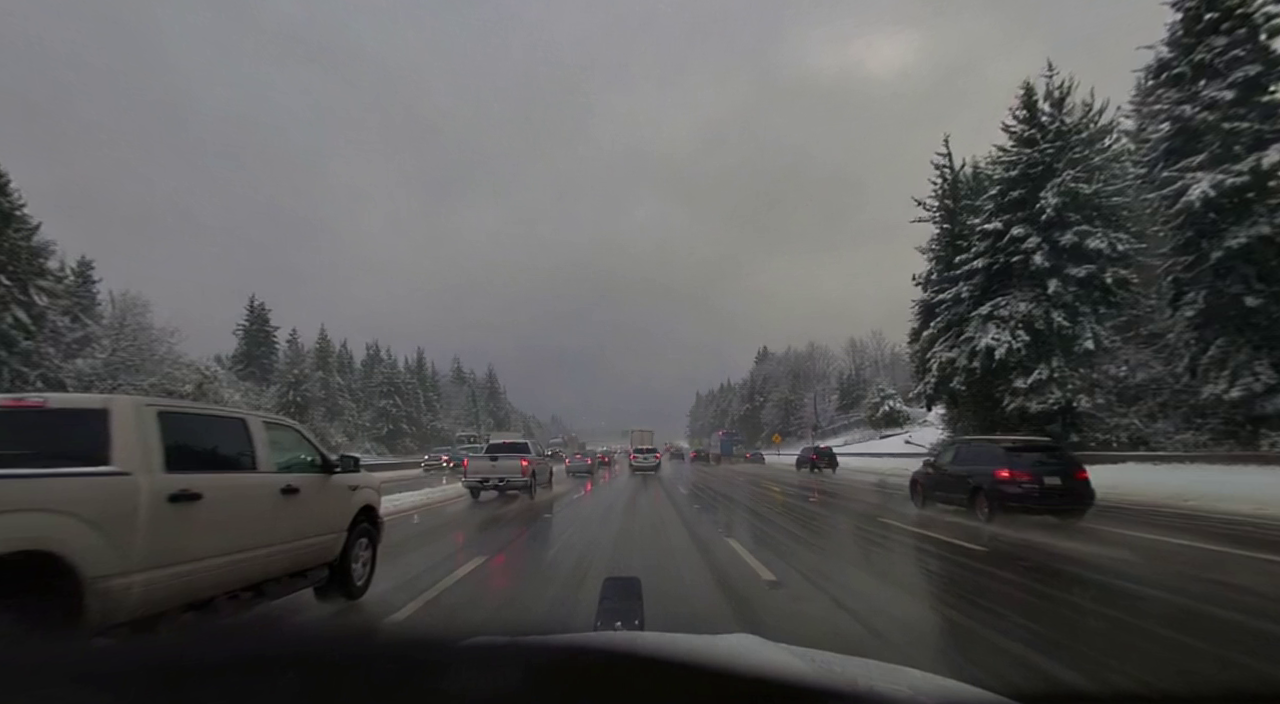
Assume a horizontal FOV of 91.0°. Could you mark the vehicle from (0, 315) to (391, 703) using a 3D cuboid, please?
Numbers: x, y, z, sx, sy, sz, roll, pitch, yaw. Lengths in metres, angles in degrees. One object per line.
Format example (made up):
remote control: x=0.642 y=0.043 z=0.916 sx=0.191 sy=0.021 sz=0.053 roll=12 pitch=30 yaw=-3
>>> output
vehicle: x=-3.481 y=0.949 z=3.427 sx=2.234 sy=1.809 sz=4.768 roll=0 pitch=-9 yaw=0

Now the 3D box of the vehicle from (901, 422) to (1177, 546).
vehicle: x=6.581 y=2.214 z=11.160 sx=1.992 sy=1.745 sz=4.329 roll=0 pitch=-9 yaw=0

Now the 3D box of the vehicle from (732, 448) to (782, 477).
vehicle: x=6.346 y=6.021 z=34.481 sx=1.895 sy=1.488 sz=4.254 roll=0 pitch=-9 yaw=0

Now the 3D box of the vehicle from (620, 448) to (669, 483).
vehicle: x=0.200 y=5.111 z=28.659 sx=2.053 sy=1.461 sz=3.941 roll=0 pitch=-9 yaw=1

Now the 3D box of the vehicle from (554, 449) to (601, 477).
vehicle: x=-3.312 y=6.009 z=34.363 sx=2.025 sy=1.449 sz=4.190 roll=0 pitch=-9 yaw=1

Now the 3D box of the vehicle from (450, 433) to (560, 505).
vehicle: x=-3.559 y=3.198 z=17.563 sx=2.012 sy=1.734 sz=4.510 roll=0 pitch=-9 yaw=1

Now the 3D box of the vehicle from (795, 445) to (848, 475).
vehicle: x=10.975 y=6.560 z=38.456 sx=1.988 sy=1.676 sz=4.262 roll=0 pitch=-9 yaw=0
